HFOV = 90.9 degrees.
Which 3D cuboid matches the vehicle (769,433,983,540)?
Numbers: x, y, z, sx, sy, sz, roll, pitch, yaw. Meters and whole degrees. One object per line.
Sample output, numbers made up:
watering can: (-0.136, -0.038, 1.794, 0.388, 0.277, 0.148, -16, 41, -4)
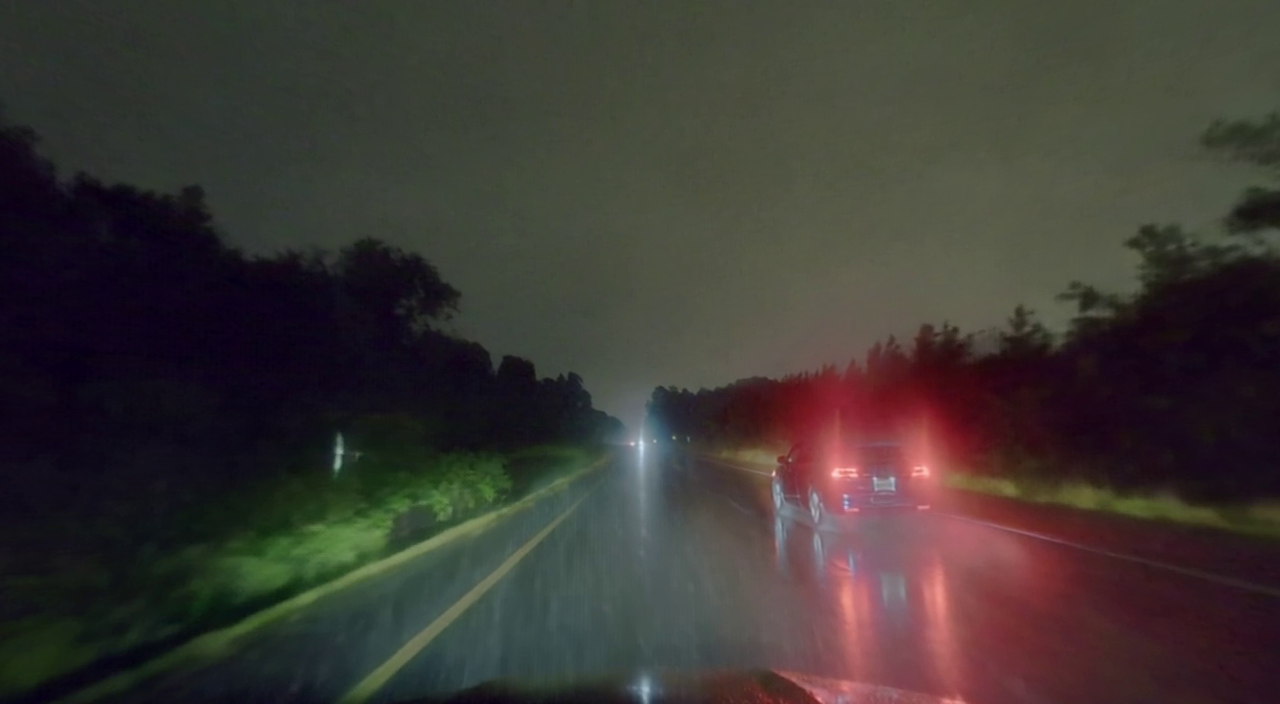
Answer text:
vehicle: (3.768, 2.215, 11.114, 2.003, 1.466, 4.441, 0, -8, -1)
